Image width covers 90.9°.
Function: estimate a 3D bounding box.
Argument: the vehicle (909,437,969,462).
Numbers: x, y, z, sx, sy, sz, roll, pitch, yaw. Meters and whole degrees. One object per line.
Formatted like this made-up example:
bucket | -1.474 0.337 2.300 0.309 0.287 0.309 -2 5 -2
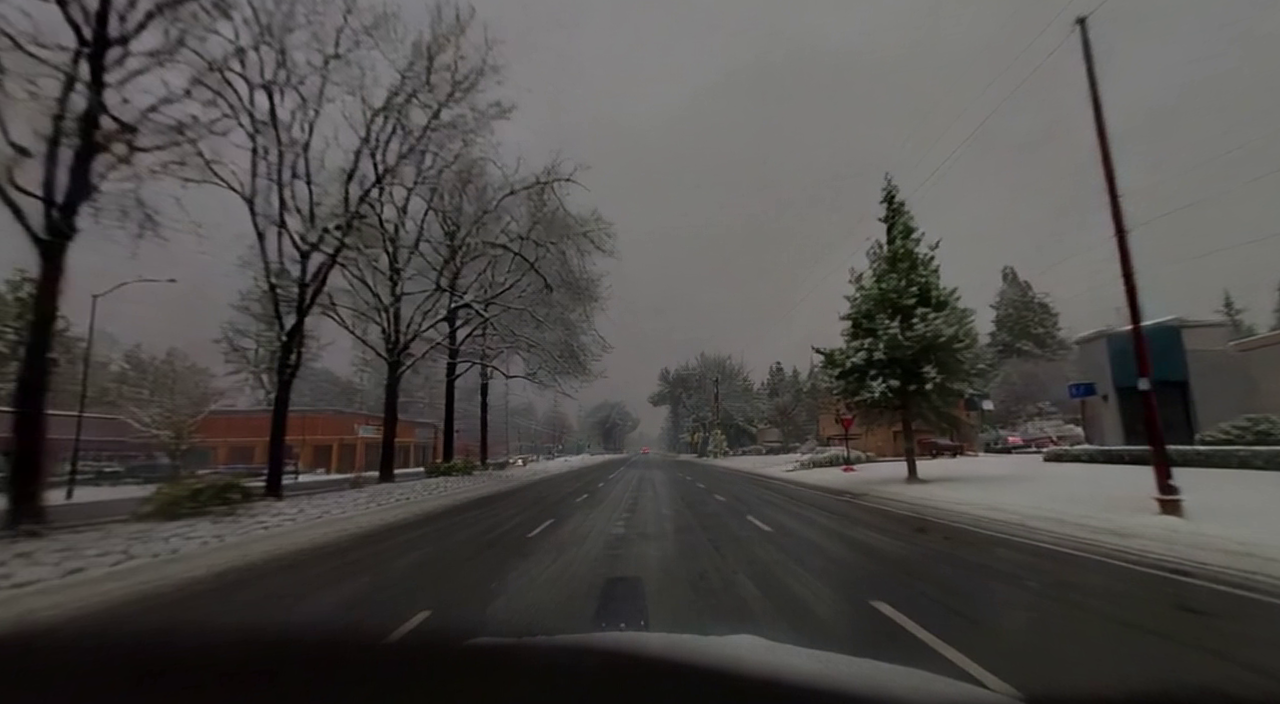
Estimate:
vehicle | 20.022 6.545 42.433 2.036 1.600 4.117 0 -9 0
